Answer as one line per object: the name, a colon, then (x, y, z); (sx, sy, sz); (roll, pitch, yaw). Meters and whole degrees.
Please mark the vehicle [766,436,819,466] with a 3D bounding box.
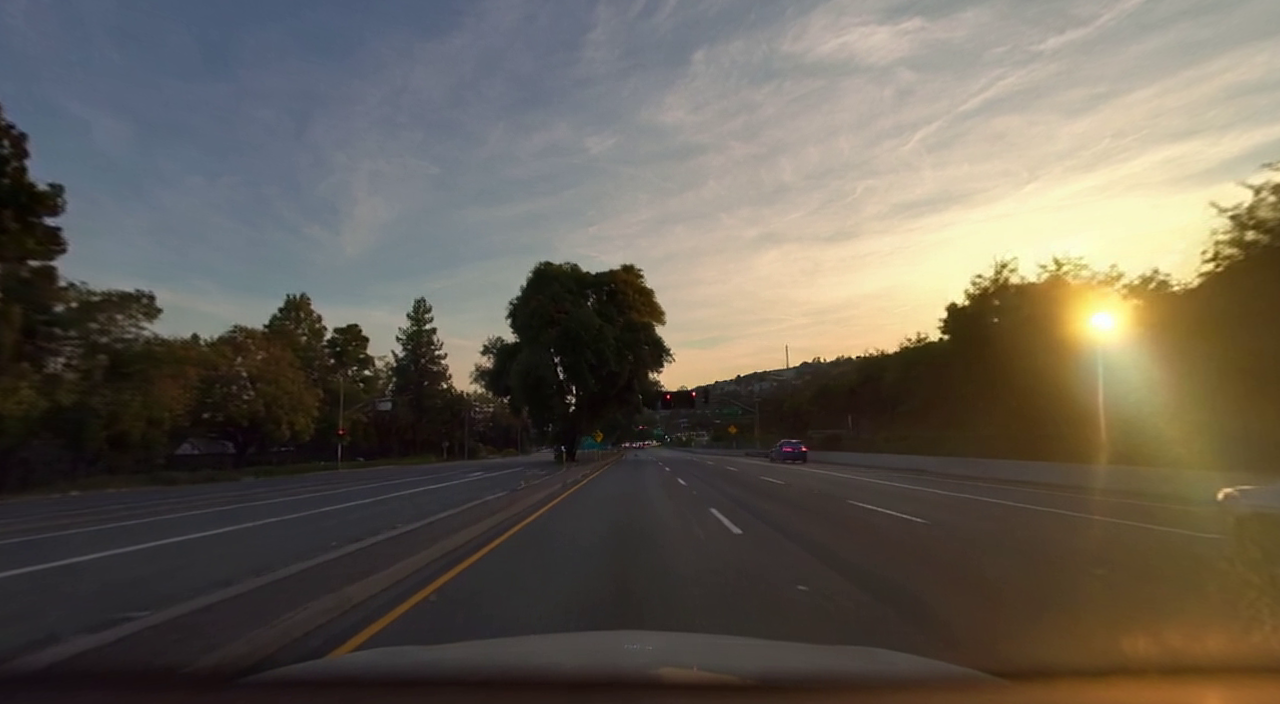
vehicle: (9.724, 6.360, 40.600); (2.170, 1.830, 4.720); (0, -9, -1)
